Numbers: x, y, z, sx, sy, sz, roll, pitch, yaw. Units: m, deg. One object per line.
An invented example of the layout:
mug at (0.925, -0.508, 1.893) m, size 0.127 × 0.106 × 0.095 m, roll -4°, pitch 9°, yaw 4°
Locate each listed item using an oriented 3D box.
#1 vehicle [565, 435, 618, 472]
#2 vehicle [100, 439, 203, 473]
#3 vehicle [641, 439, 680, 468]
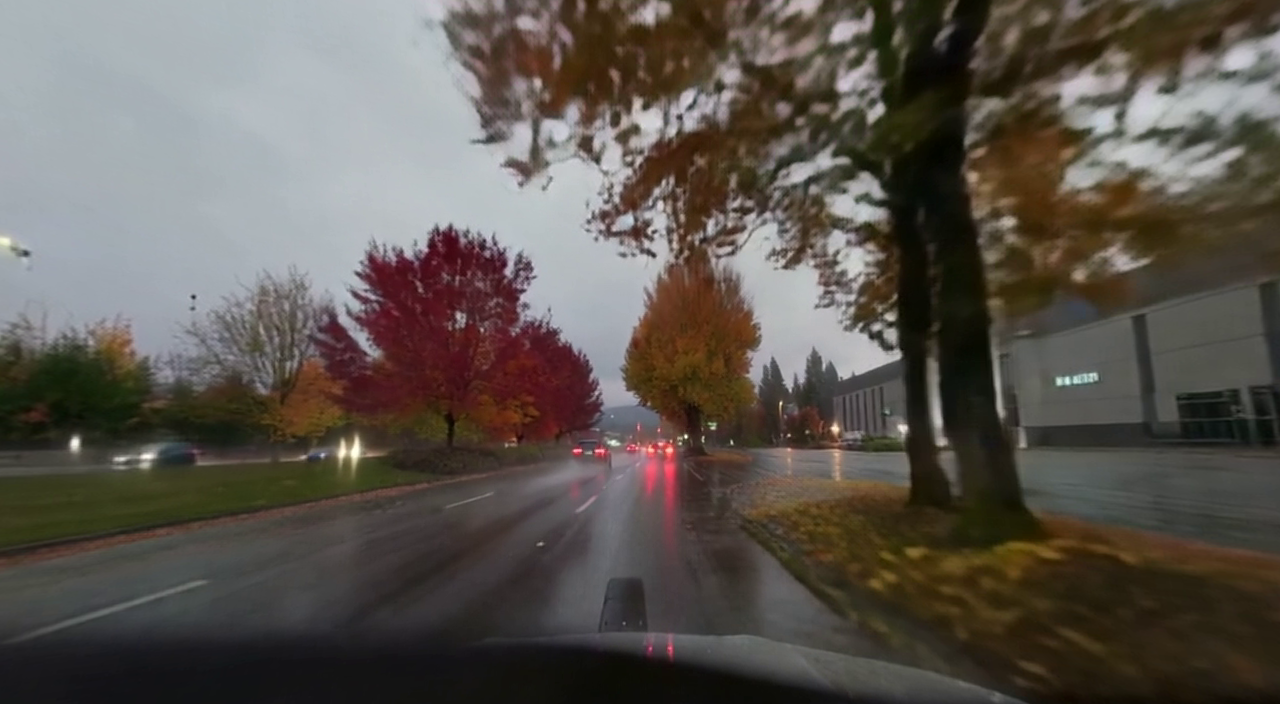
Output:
vehicle at (-2.331, 4.995, 31.264) m, size 2.197 × 1.709 × 4.069 m, roll 0°, pitch -8°, yaw 2°
vehicle at (-29.928, 6.356, 38.826) m, size 2.010 × 1.915 × 5.100 m, roll -1°, pitch -8°, yaw 3°
vehicle at (1.094, 5.518, 34.331) m, size 2.040 × 1.493 × 3.682 m, roll 0°, pitch -8°, yaw 1°
